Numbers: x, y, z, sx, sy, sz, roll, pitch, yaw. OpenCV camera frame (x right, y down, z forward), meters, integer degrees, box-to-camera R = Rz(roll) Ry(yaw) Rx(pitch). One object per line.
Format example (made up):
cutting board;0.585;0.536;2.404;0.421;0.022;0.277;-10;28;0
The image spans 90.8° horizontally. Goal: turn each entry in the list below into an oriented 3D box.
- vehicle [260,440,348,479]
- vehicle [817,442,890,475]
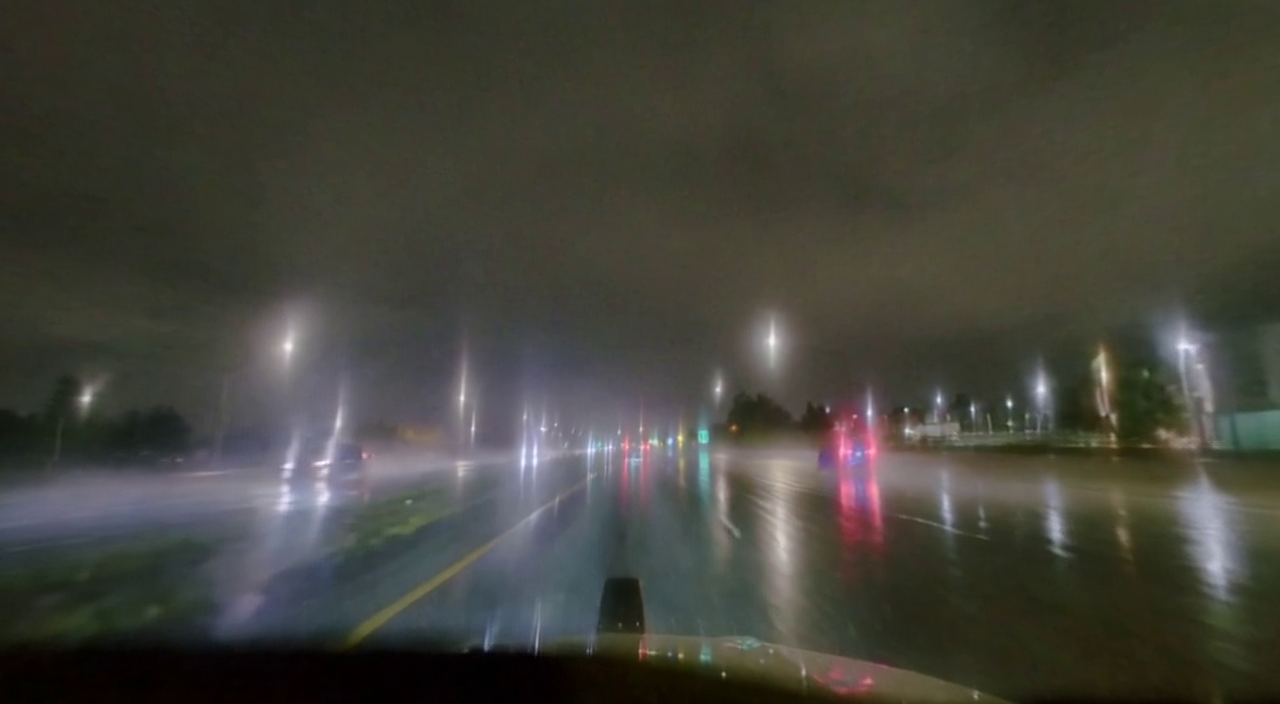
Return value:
vehicle;-17.542;5.603;33.223;2.272;1.853;4.288;0;-8;-1
vehicle;10.637;5.318;31.871;2.024;1.481;4.747;0;-8;0
